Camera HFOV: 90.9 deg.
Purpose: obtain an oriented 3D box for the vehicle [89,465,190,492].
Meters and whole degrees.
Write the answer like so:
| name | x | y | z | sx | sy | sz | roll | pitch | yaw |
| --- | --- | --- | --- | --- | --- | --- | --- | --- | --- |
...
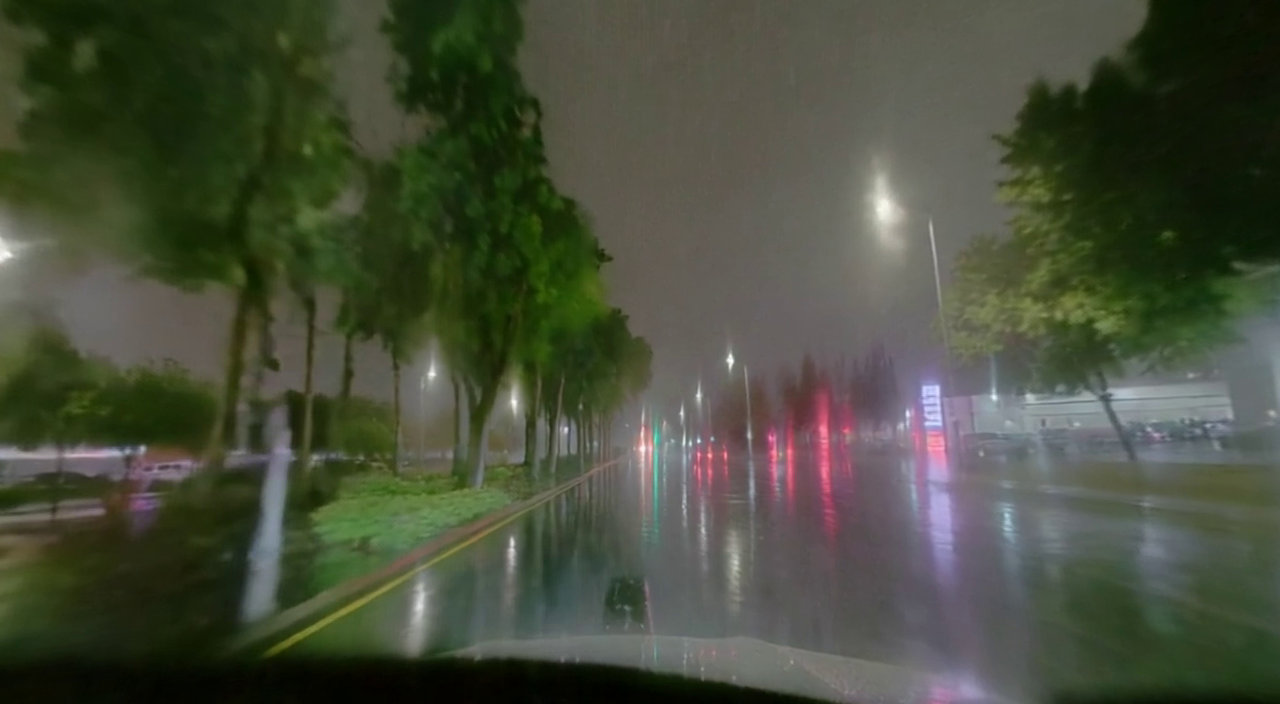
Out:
| name | x | y | z | sx | sy | sz | roll | pitch | yaw |
| --- | --- | --- | --- | --- | --- | --- | --- | --- | --- |
| vehicle | -31.466 | 7.960 | 39.808 | 4.622 | 1.466 | 1.842 | 4 | -9 | -27 |
